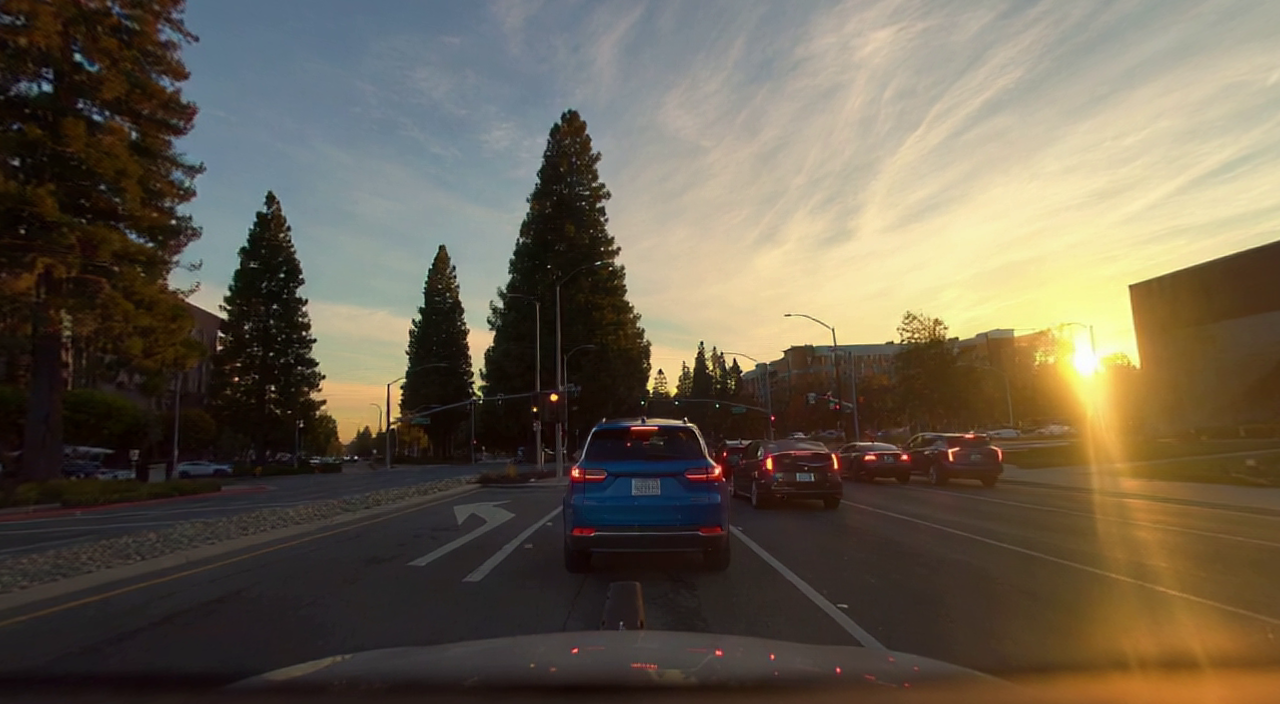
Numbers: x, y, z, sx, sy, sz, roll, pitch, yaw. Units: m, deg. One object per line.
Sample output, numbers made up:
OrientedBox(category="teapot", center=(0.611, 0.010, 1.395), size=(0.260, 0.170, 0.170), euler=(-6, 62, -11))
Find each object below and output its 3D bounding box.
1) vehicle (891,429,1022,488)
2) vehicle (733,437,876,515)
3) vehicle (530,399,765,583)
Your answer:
OrientedBox(category="vehicle", center=(10.854, 3.697, 22.127), size=(2.123, 1.812, 4.553), euler=(0, -9, -1))
OrientedBox(category="vehicle", center=(3.492, 2.716, 14.386), size=(1.997, 1.471, 4.321), euler=(0, -9, -1))
OrientedBox(category="vehicle", center=(0.062, 1.657, 8.255), size=(2.266, 1.762, 4.131), euler=(0, -9, 0))
